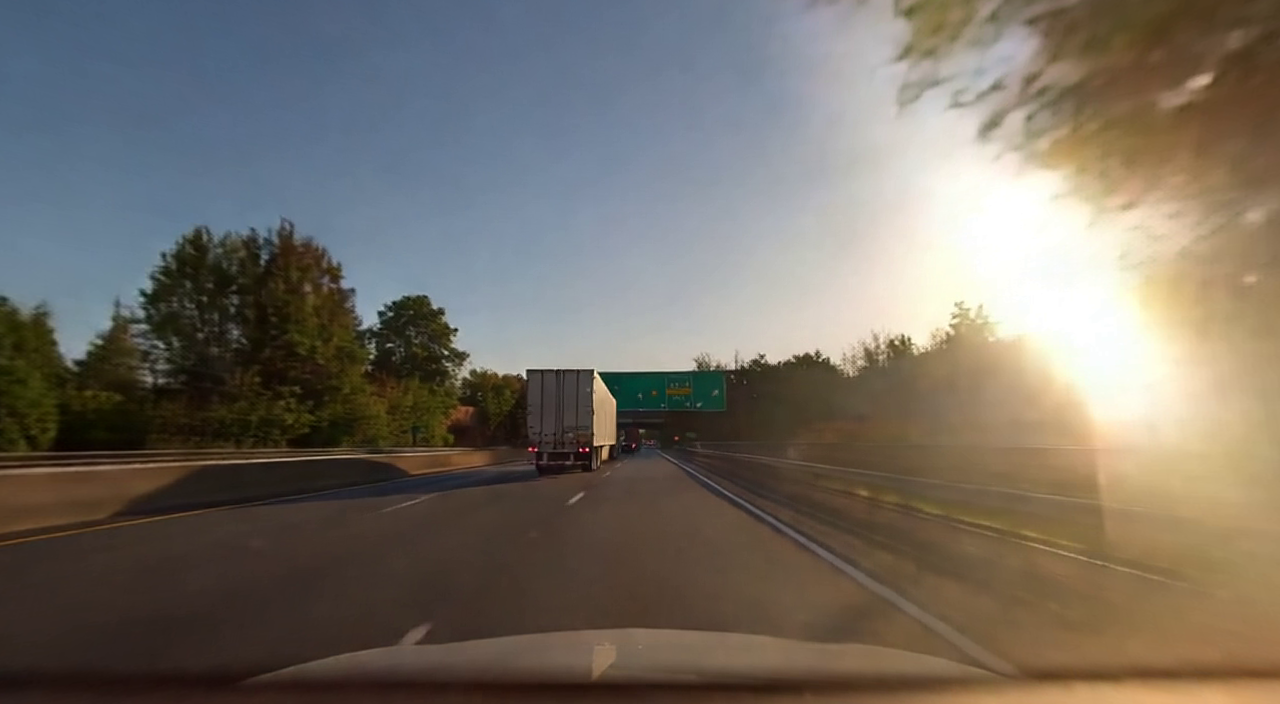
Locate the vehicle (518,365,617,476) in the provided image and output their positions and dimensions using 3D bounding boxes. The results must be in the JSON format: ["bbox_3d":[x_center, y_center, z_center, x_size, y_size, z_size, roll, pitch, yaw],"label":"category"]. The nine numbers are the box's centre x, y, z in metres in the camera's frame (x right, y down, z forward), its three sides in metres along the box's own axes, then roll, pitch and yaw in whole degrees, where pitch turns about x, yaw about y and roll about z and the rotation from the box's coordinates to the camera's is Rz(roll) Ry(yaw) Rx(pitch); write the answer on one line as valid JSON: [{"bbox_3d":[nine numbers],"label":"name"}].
[{"bbox_3d":[-2.914,3.555,30.403,2.947,4.051,14.256,1,-8,1],"label":"vehicle"}]
